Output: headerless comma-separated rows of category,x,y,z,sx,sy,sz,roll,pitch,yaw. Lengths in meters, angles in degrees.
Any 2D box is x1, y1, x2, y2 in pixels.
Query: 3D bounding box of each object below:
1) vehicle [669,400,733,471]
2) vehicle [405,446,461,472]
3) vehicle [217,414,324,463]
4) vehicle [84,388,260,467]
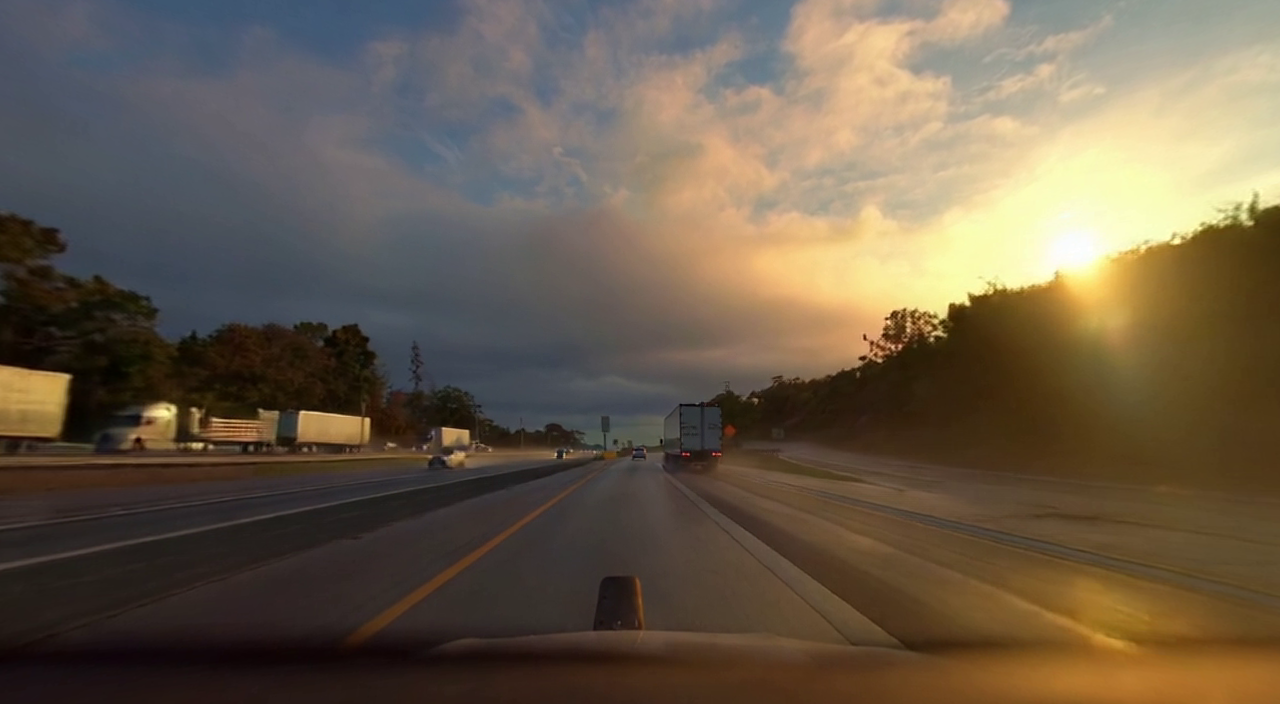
vehicle,3.870,5.879,43.425,3.185,4.154,12.638,0,-9,0
vehicle,-13.426,6.941,40.997,2.101,1.571,4.375,0,-9,1
vehicle,-26.493,6.355,45.701,2.870,3.173,7.891,0,-9,1
vehicle,-26.348,4.530,36.334,2.933,3.877,9.896,0,-9,-3
